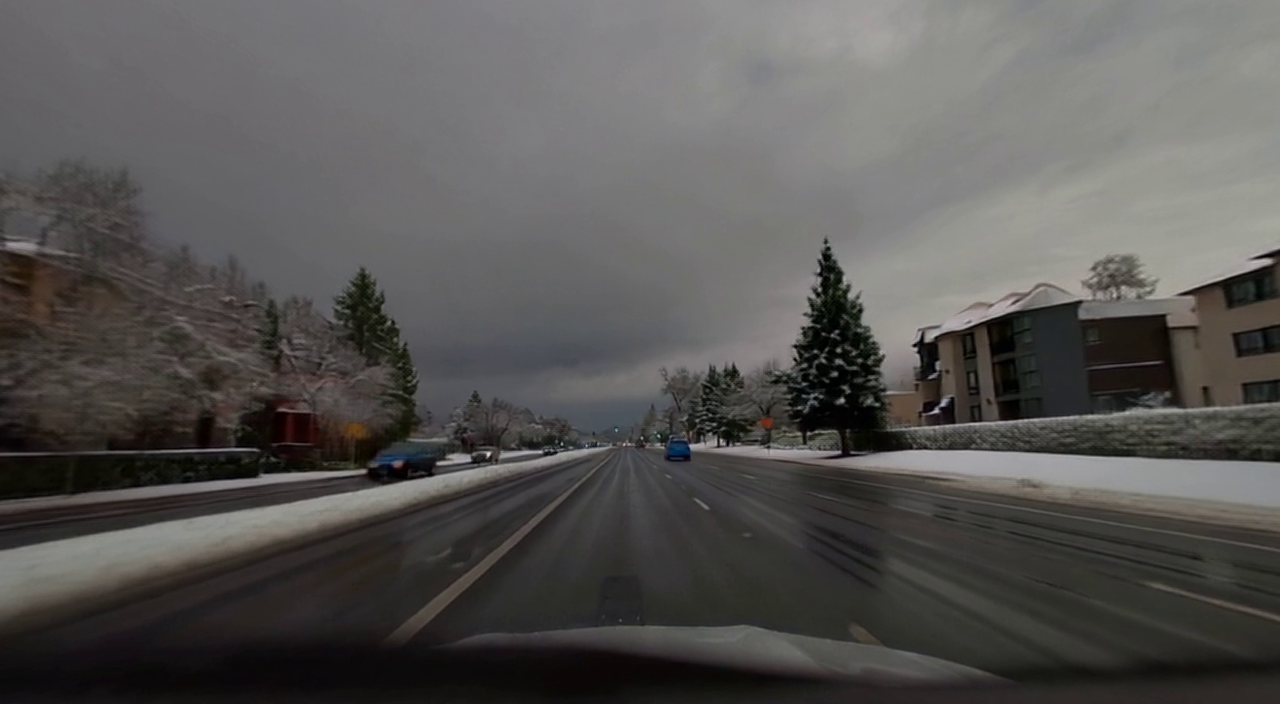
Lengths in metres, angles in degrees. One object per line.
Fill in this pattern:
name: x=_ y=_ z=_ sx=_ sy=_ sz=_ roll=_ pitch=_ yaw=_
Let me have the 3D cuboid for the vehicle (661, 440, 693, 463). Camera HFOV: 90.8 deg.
vehicle: x=2.833 y=7.751 z=49.429 sx=2.072 sy=1.696 sz=4.177 roll=1 pitch=-8 yaw=-2
